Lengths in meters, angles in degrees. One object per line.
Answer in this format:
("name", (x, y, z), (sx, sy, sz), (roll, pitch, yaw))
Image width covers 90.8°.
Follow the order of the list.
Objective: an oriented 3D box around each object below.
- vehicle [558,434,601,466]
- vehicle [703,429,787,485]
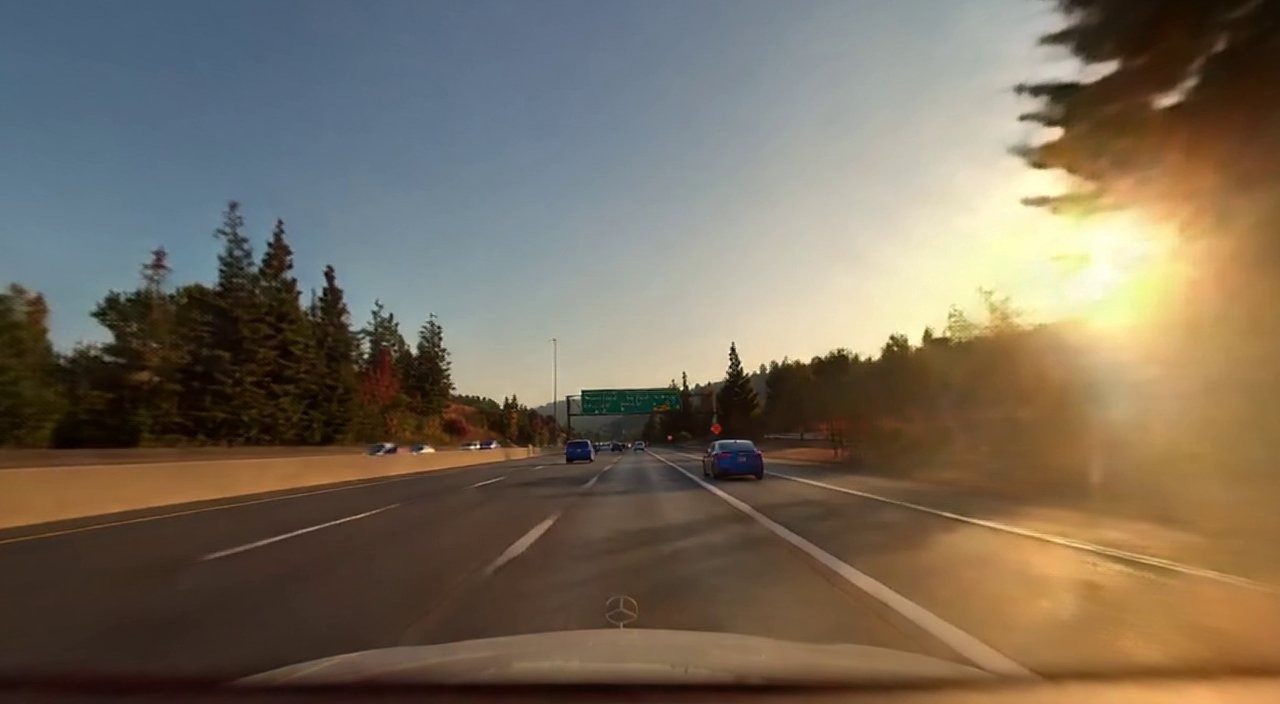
("vehicle", (-3.549, 5.898, 38.042), (2.173, 1.793, 4.564), (0, -9, 0))
("vehicle", (3.430, 3.538, 21.508), (2.053, 1.714, 4.097), (0, -9, -1))
